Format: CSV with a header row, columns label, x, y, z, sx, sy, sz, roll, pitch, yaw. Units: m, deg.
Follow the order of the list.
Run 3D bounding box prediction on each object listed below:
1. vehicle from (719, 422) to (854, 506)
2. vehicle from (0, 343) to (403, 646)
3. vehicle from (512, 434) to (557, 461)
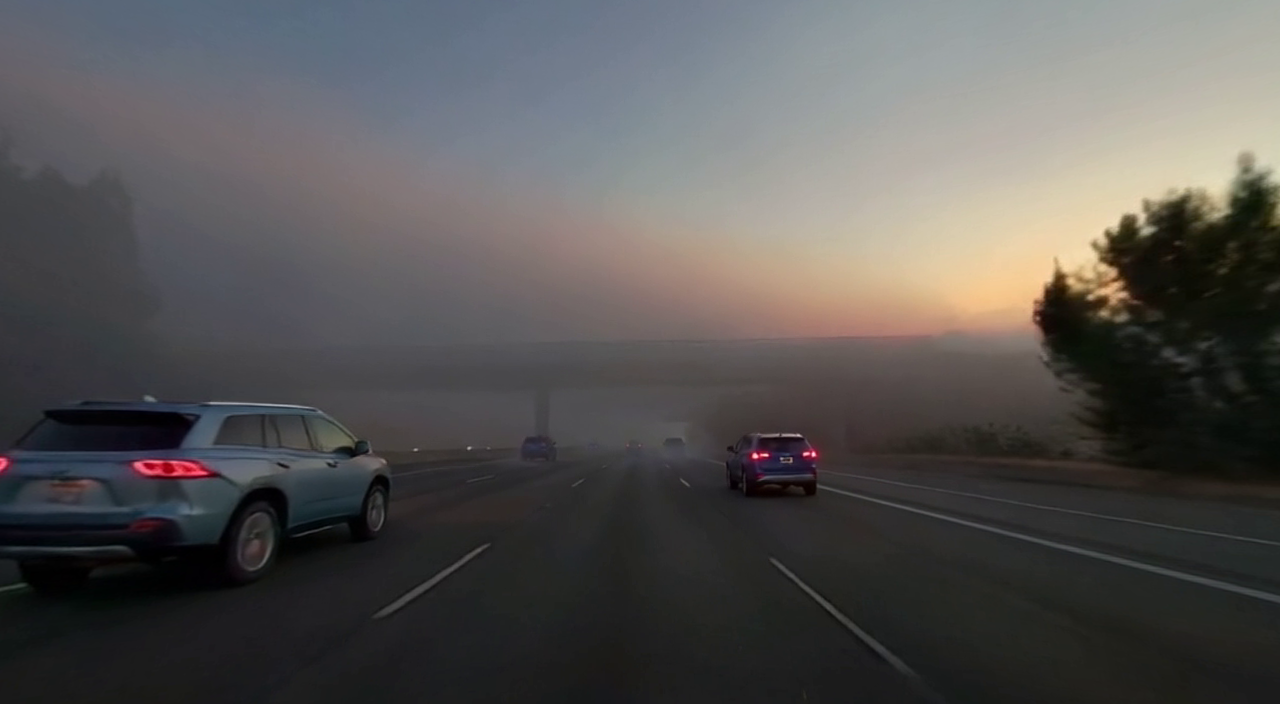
label,x,y,z,sx,sy,sz,roll,pitch,yaw
vehicle,3.381,2.693,15.648,2.185,1.749,4.477,0,-8,-1
vehicle,-4.291,1.207,6.329,2.018,1.872,4.728,0,-8,0
vehicle,-7.482,6.828,45.330,2.193,1.818,4.995,0,-8,1
